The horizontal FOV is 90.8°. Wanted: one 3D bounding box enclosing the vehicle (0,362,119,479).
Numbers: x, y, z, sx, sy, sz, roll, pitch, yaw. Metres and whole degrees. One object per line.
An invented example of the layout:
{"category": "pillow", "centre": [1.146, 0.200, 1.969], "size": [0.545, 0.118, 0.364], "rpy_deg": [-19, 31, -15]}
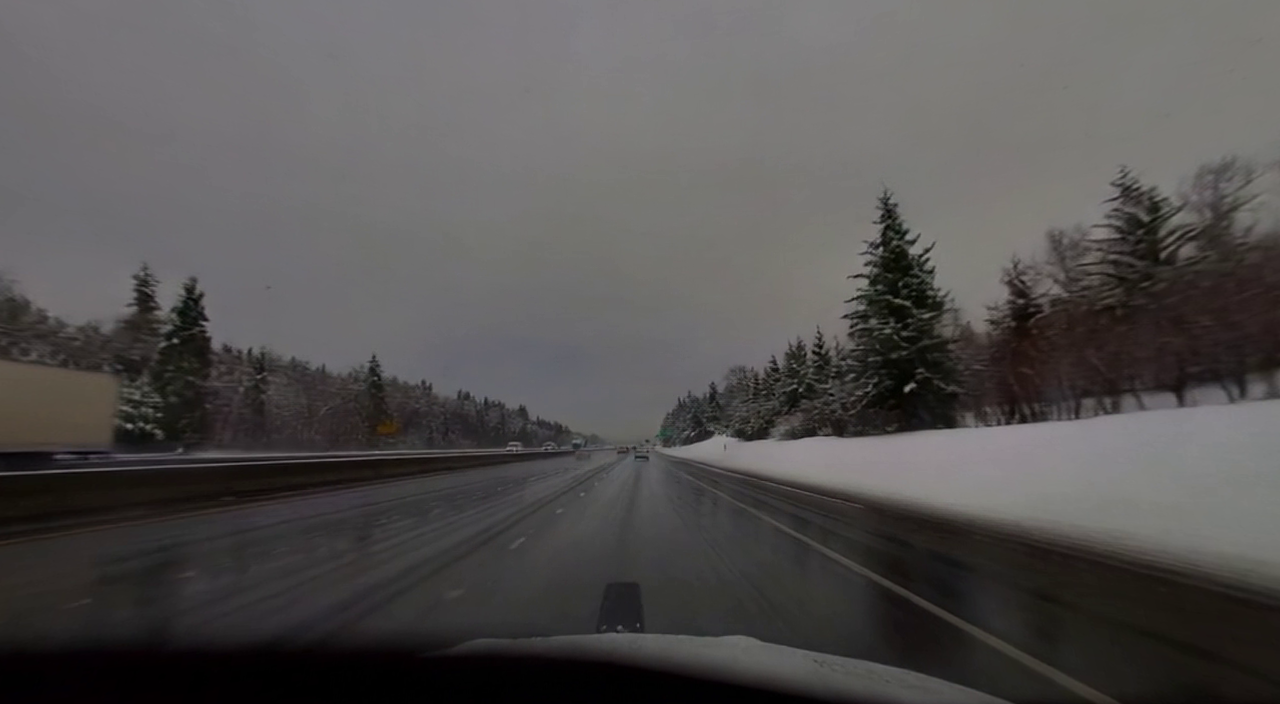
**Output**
{"category": "vehicle", "centre": [-23.304, 1.942, 18.964], "size": [2.904, 3.928, 14.552], "rpy_deg": [0, -9, 0]}
